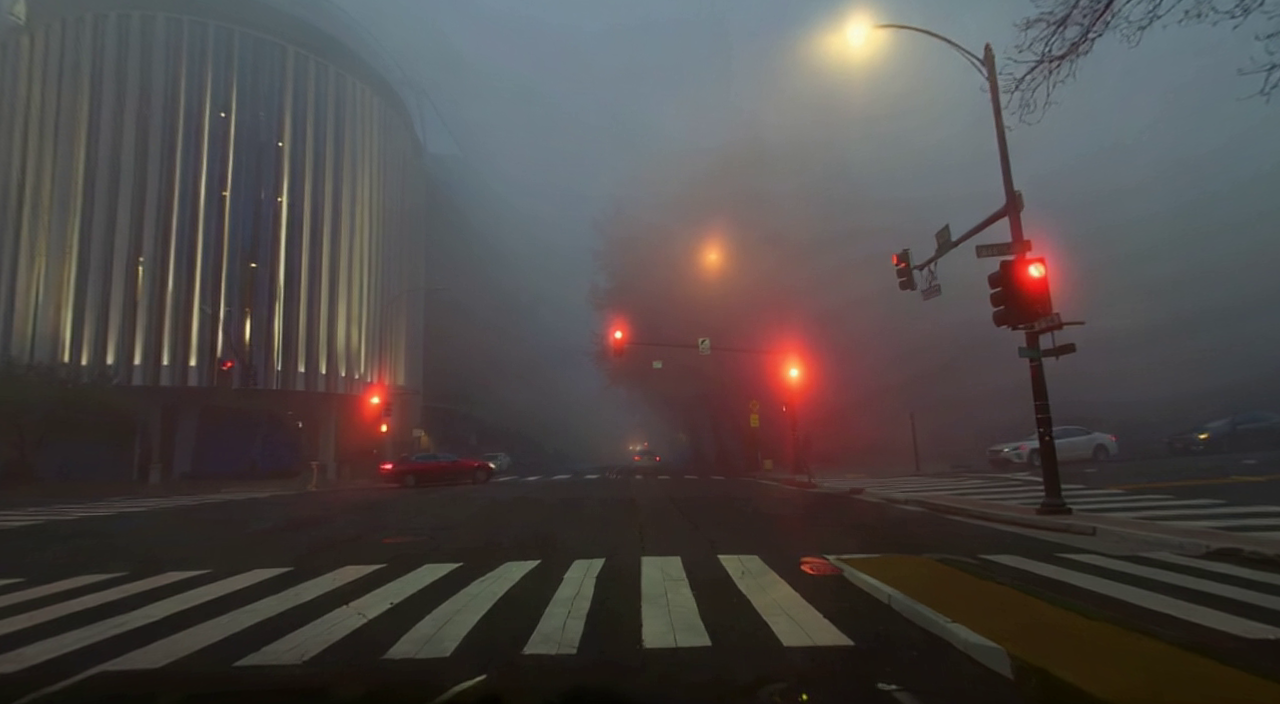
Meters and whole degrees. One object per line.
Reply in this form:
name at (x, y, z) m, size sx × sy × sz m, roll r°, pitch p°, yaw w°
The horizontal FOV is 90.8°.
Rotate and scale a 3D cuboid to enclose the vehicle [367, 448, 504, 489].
vehicle at (-8.229, 4.658, 25.697) m, size 4.833 × 1.452 × 2.088 m, roll 6°, pitch -11°, yaw -36°
